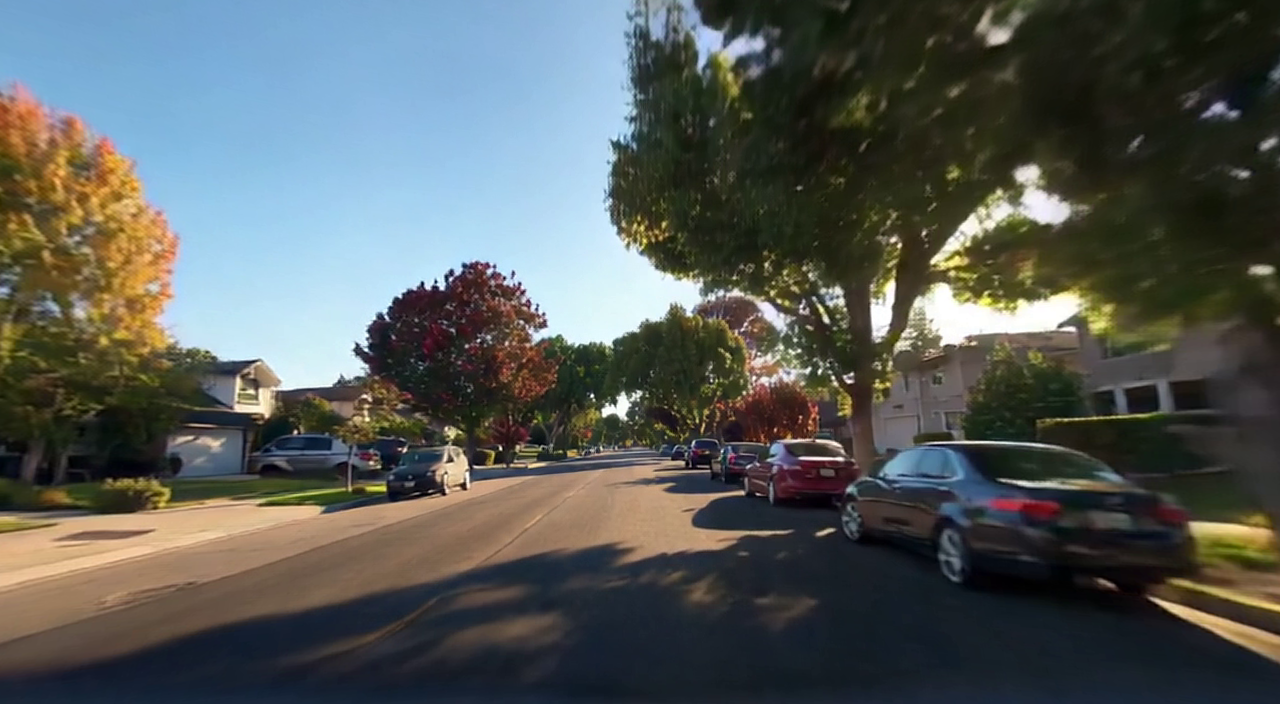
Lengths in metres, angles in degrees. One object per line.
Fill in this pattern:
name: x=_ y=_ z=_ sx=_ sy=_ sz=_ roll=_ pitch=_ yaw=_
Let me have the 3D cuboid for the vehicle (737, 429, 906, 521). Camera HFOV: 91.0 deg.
vehicle: x=3.708 y=2.610 z=14.110 sx=2.157 sy=1.639 sz=5.297 roll=0 pitch=-8 yaw=-1

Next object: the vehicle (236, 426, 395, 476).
vehicle: x=-14.186 y=4.348 z=27.792 sx=5.681 sy=2.094 sz=2.344 roll=0 pitch=-8 yaw=0

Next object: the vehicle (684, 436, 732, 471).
vehicle: x=3.697 y=5.607 z=35.073 sx=2.039 sy=1.780 sz=4.884 roll=0 pitch=-8 yaw=-1

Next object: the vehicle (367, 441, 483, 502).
vehicle: x=-6.372 y=3.532 z=19.281 sx=1.985 sy=1.497 sz=4.655 roll=-2 pitch=-7 yaw=0

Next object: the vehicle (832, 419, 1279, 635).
vehicle: x=3.819 y=1.606 z=6.951 sx=1.917 sy=1.569 sz=4.460 roll=0 pitch=-8 yaw=-1
